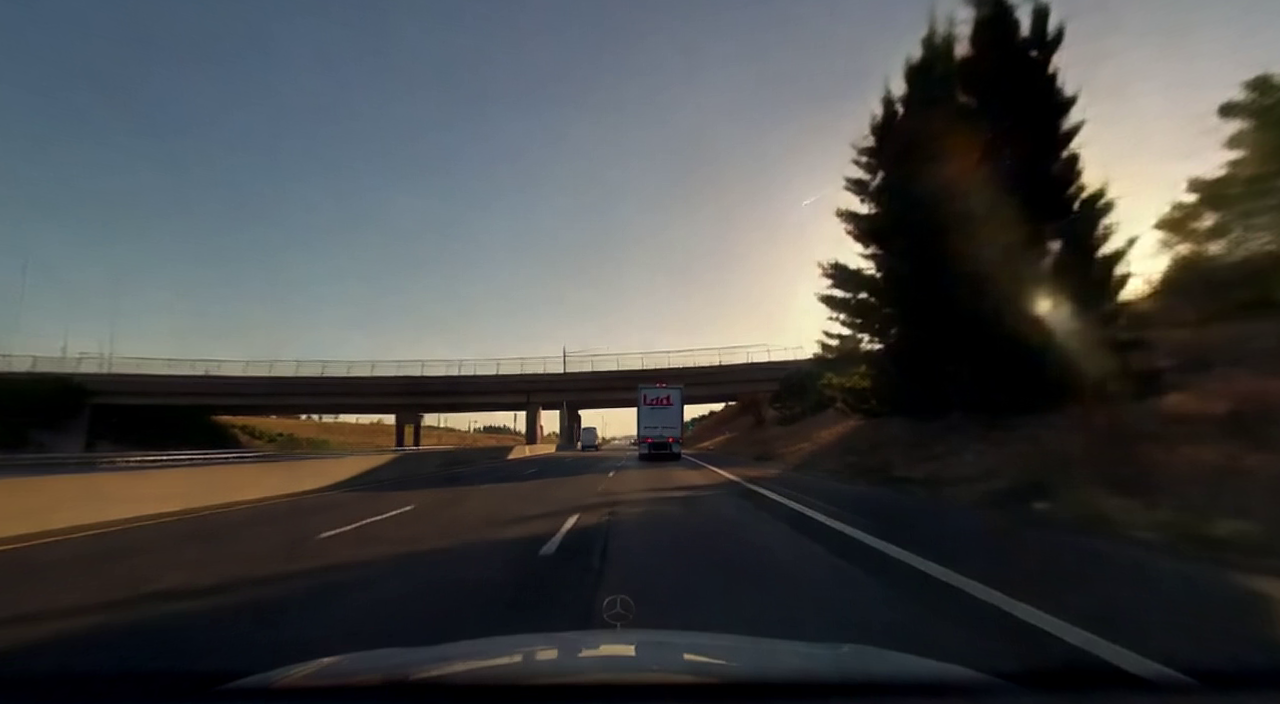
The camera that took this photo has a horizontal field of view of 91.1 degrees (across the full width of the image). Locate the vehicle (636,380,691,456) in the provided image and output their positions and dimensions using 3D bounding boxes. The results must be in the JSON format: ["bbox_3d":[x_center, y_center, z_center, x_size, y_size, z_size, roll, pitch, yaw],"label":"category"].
[{"bbox_3d":[1.381,4.681,42.513,3.034,4.194,14.704,0,-8,1],"label":"vehicle"}]
